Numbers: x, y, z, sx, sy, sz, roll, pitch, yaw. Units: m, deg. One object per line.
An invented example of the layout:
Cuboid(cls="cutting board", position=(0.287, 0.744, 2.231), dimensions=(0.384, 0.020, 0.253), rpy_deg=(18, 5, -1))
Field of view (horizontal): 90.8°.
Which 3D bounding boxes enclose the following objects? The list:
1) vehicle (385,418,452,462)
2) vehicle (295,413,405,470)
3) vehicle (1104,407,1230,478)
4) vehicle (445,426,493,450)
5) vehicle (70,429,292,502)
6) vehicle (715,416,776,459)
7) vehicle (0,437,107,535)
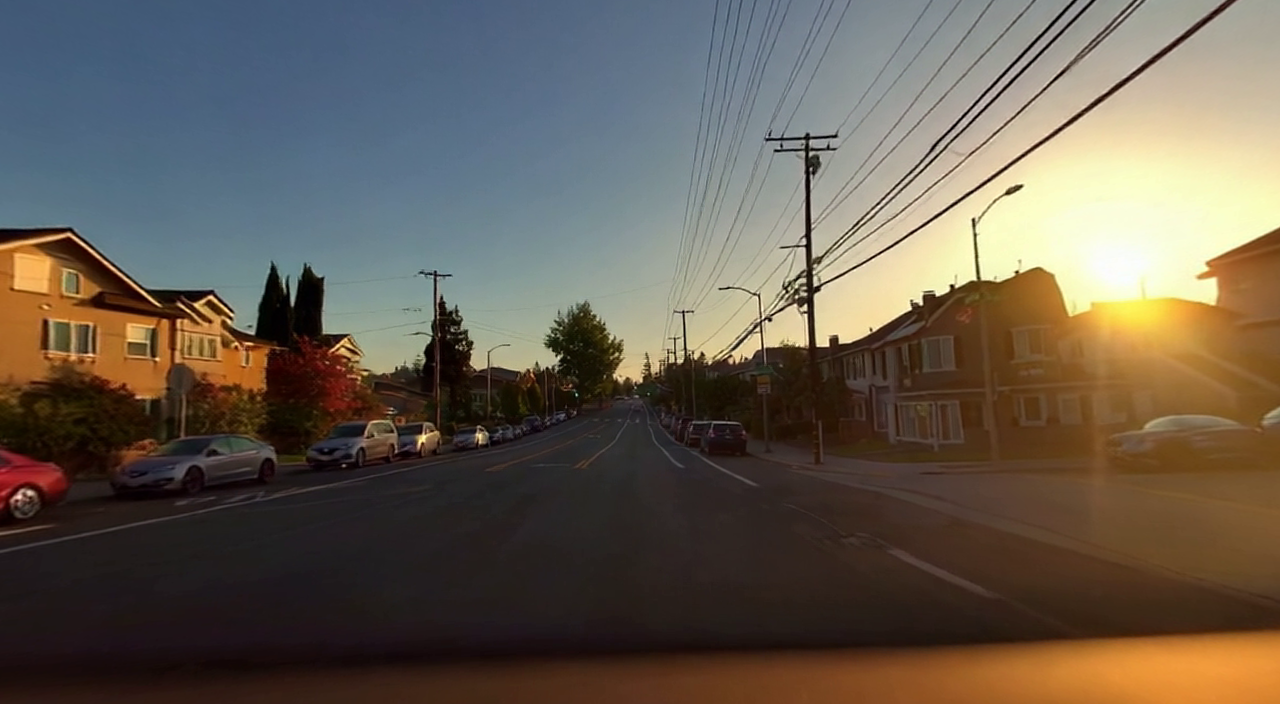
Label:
Cuboid(cls="vehicle", position=(-11.334, 4.457, 32.600), dimensions=(1.926, 1.998, 4.447), rpy_deg=(-4, -6, -1))
Cuboid(cls="vehicle", position=(-11.138, 3.510, 24.708), dimensions=(2.056, 1.980, 4.763), rpy_deg=(0, -8, -1))
Cuboid(cls="vehicle", position=(13.698, 2.271, 16.413), dimensions=(2.122, 1.474, 4.313), rpy_deg=(-9, -8, 41))
Cuboid(cls="vehicle", position=(-11.173, 5.676, 41.522), dimensions=(2.051, 1.520, 4.374), rpy_deg=(0, -8, -2))
Cuboid(cls="vehicle", position=(-11.153, 2.776, 15.927), dimensions=(2.082, 1.540, 4.654), rpy_deg=(0, -8, 0))
Cuboid(cls="vehicle", position=(4.367, 3.642, 26.758), dimensions=(1.867, 1.680, 4.176), rpy_deg=(0, -8, 0))
Cuboid(cls="vehicle", position=(-11.058, 2.045, 9.460), dimensions=(1.970, 1.523, 4.702), rpy_deg=(-1, -8, 1))
